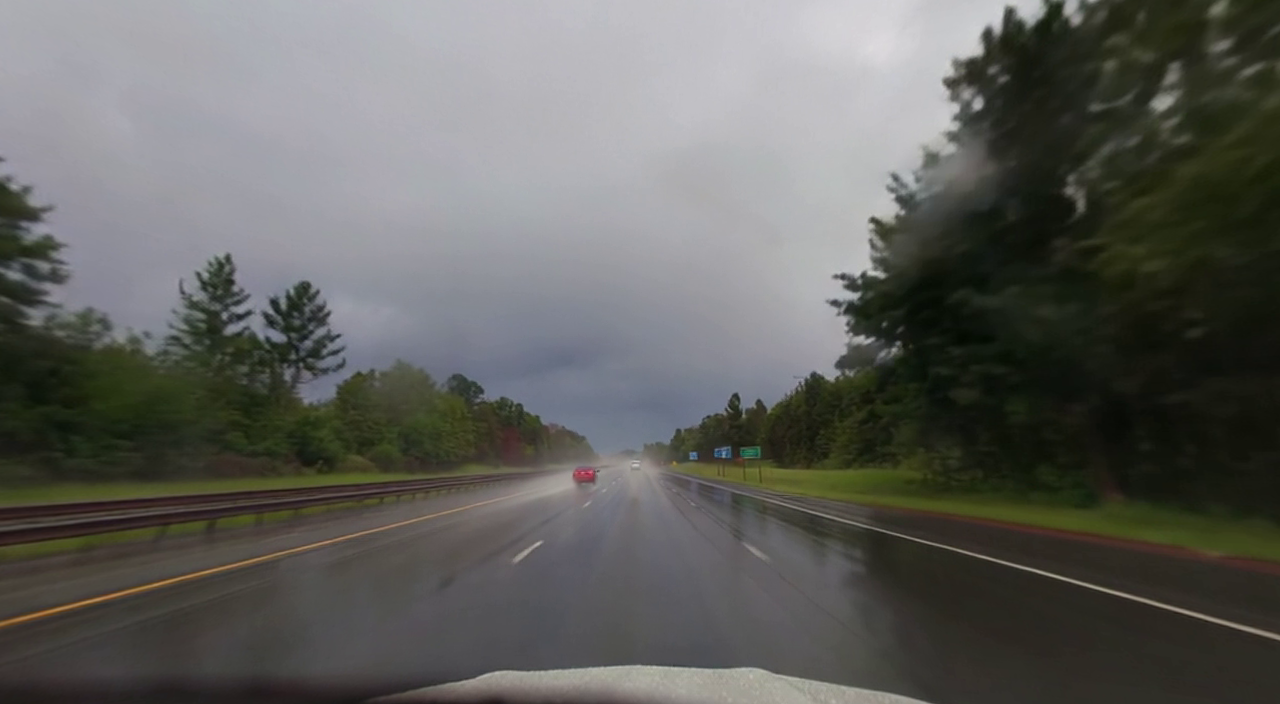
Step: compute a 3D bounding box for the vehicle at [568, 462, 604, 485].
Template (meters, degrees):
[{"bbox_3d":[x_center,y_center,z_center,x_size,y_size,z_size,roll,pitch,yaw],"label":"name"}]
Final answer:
[{"bbox_3d":[-3.799,8.642,44.839,2.143,1.516,4.552,1,-10,0],"label":"vehicle"}]
